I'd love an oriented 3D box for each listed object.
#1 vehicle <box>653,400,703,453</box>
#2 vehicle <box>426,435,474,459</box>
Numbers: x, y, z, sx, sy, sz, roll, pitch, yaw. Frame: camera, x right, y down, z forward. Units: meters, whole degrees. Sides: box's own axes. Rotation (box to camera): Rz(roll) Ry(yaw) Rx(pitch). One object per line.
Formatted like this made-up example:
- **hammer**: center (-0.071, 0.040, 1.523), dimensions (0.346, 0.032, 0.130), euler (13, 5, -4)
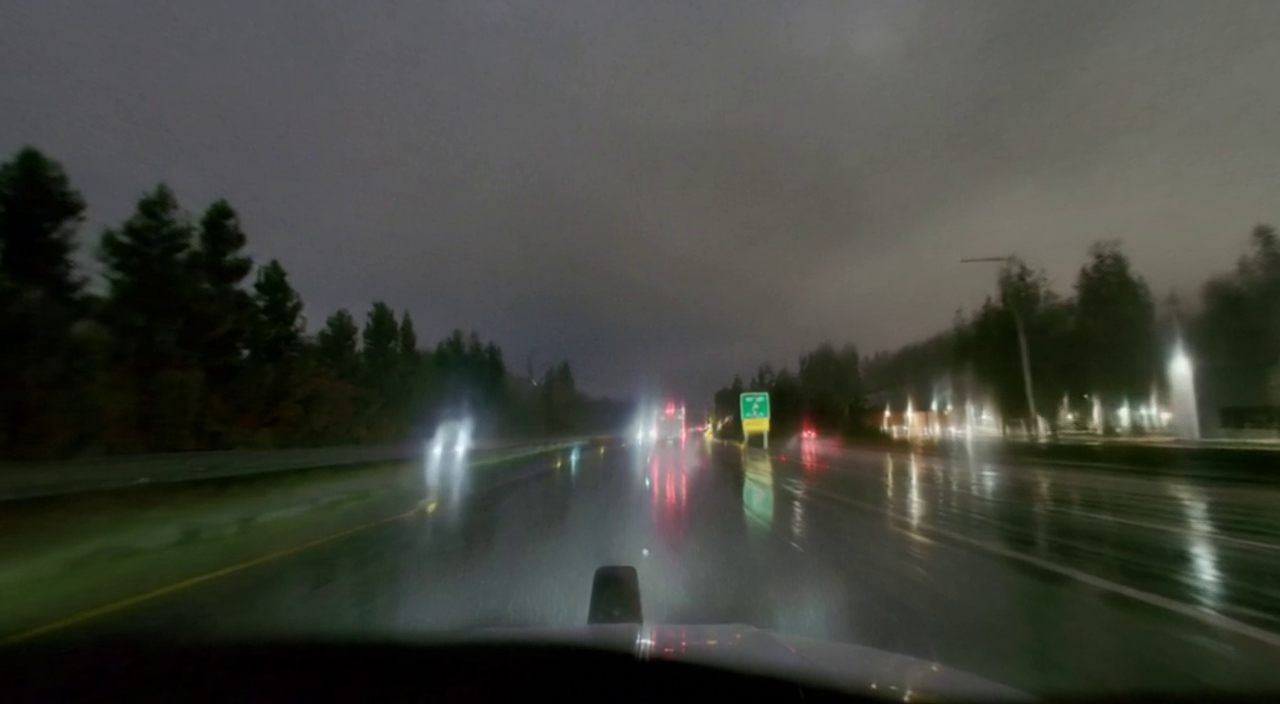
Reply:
- **vehicle**: center (2.757, 5.822, 48.702), dimensions (3.200, 3.651, 8.416), euler (0, -8, -1)
- **vehicle**: center (-13.917, 6.980, 46.474), dimensions (2.112, 1.654, 4.481), euler (-1, -8, 1)
